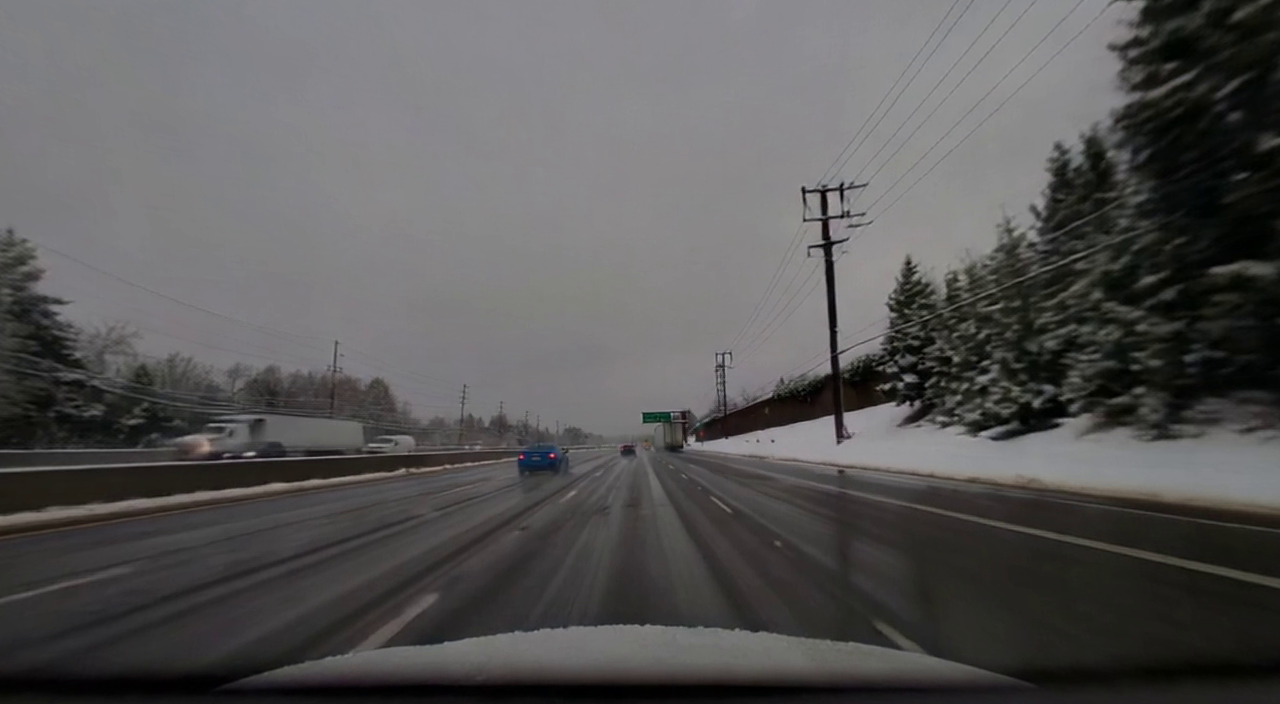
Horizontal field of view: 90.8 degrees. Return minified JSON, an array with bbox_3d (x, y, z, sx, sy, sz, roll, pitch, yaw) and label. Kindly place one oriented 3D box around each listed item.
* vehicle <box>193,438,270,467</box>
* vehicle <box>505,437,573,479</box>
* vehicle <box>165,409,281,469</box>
[{"bbox_3d":[-21.172,5.236,32.901,1.567,1.418,3.532,0,-9,1],"label":"vehicle"},{"bbox_3d":[-3.941,4.232,25.442,2.009,1.533,4.175,0,-9,1],"label":"vehicle"},{"bbox_3d":[-28.772,6.097,44.092,3.100,3.824,7.025,0,-9,0],"label":"vehicle"}]
